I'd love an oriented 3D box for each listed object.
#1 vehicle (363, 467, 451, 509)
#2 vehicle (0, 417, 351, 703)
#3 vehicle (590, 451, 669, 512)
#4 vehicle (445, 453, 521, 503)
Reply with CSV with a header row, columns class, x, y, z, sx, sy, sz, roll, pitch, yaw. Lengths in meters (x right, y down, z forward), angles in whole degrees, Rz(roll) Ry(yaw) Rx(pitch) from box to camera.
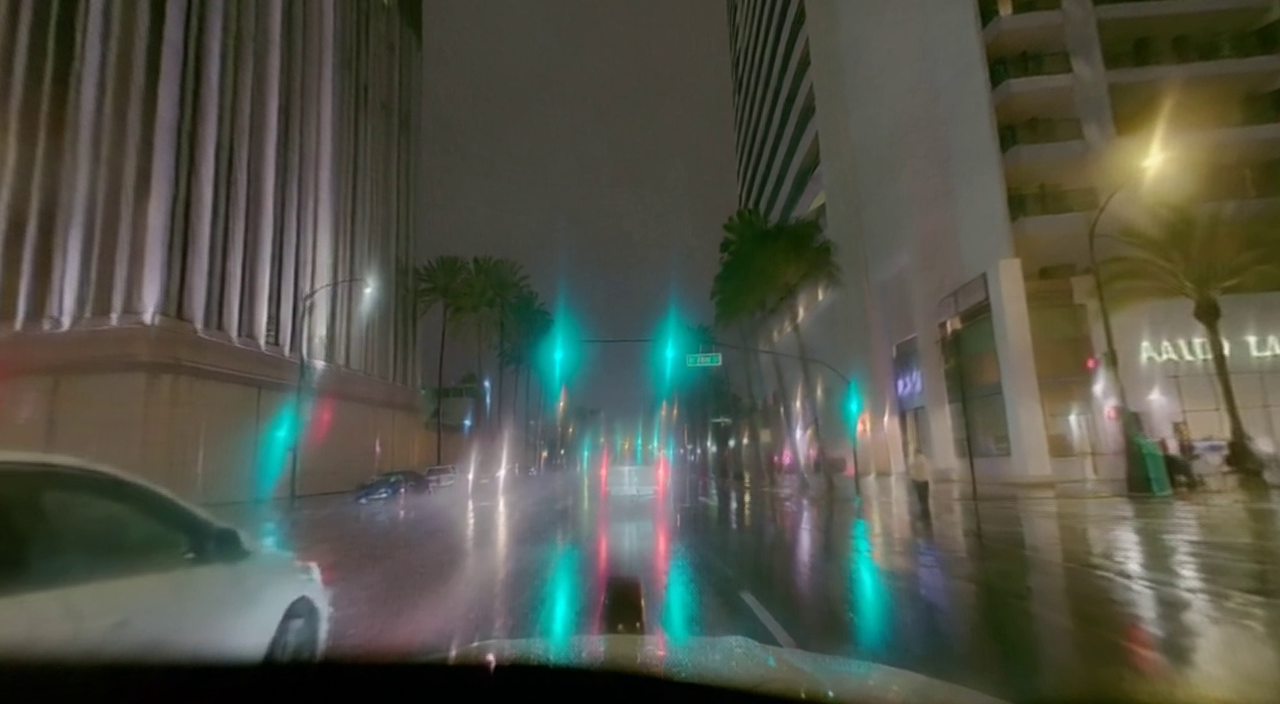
class,x,y,z,sx,sy,sz,roll,pitch,yaw
vehicle,-9.653,5.662,26.540,1.977,1.475,4.491,0,-9,0
vehicle,-3.289,1.031,2.516,2.096,1.492,4.666,0,-9,-1
vehicle,-0.303,3.850,19.186,2.145,1.632,3.972,0,-9,-1
vehicle,-6.694,5.396,27.371,2.070,1.893,4.738,0,-9,0
